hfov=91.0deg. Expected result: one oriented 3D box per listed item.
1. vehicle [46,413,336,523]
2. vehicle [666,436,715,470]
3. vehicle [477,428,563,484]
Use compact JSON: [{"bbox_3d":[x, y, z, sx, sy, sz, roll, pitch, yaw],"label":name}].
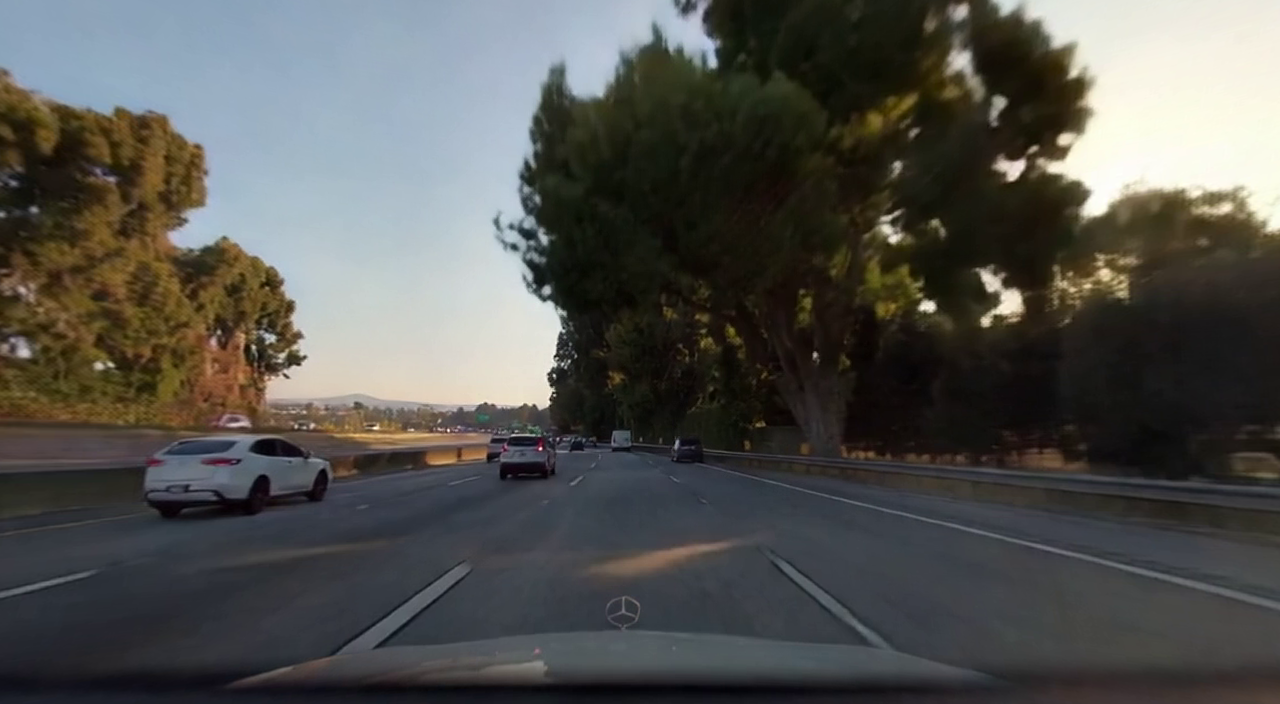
[{"bbox_3d":[-8.176,2.167,12.256,2.237,1.703,4.681,0,-9,-1],"label":"vehicle"},{"bbox_3d":[2.569,5.299,33.128,2.053,1.698,4.097,0,-9,-3],"label":"vehicle"},{"bbox_3d":[-3.895,3.453,21.161,2.002,1.680,4.301,0,-9,0],"label":"vehicle"}]
